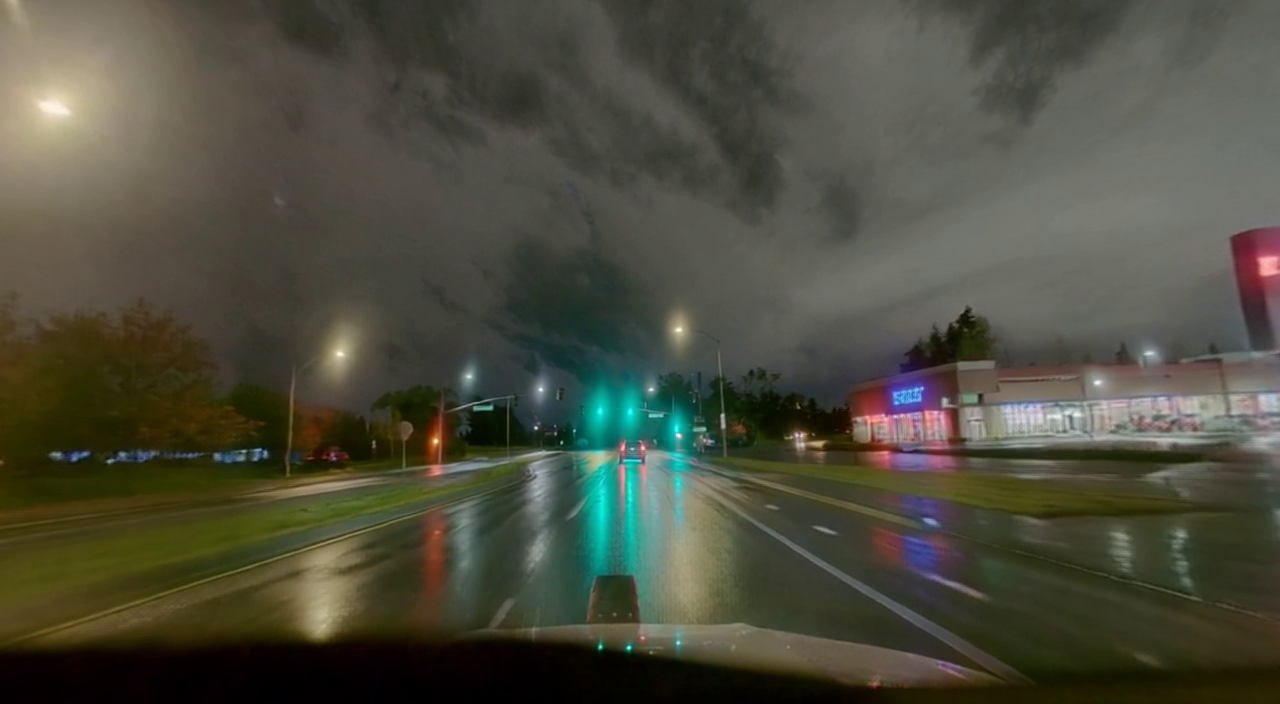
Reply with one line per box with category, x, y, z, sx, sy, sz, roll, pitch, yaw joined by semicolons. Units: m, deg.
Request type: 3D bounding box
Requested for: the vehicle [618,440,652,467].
vehicle;-0.343;6.497;40.535;2.024;1.628;4.774;0;-8;-1
